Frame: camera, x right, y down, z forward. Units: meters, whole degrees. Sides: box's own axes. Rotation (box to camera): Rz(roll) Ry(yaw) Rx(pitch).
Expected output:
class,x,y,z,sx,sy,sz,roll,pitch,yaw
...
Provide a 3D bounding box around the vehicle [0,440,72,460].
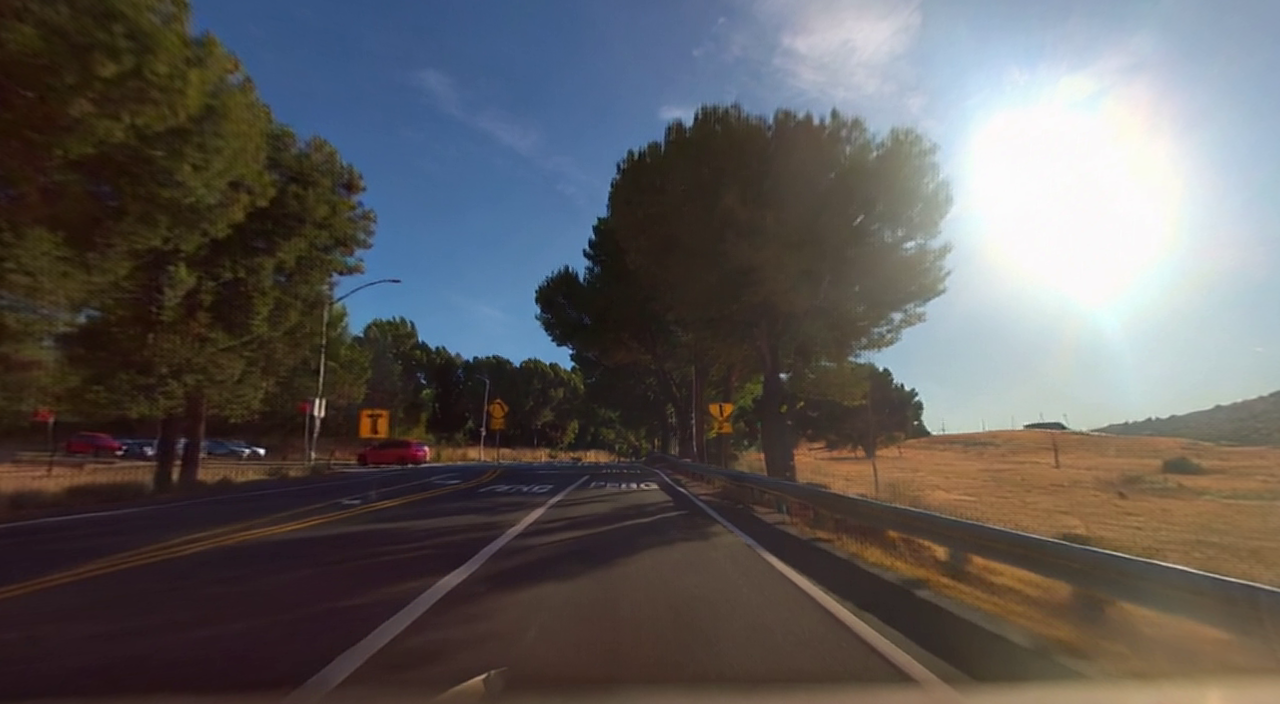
class,x,y,z,sx,sy,sz,roll,pitch,yaw
vehicle,-44.217,7.157,46.113,1.778,1.419,3.660,0,-8,0

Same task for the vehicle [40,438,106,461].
class,x,y,z,sx,sy,sz,roll,pitch,yaw
vehicle,-41.771,7.184,46.459,1.705,1.596,3.596,0,-8,-5

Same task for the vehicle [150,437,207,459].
class,x,y,z,sx,sy,sz,roll,pitch,yaw
vehicle,-34.182,7.115,46.674,1.601,1.494,3.449,0,-8,0

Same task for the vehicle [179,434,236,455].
class,x,y,z,sx,sy,sz,roll,pitch,yaw
vehicle,-31.607,6.753,46.087,1.561,1.438,3.699,-1,-9,0

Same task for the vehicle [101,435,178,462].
class,x,y,z,sx,sy,sz,roll,pitch,yaw
vehicle,-36.778,7.089,46.417,1.951,1.843,4.498,0,-8,0

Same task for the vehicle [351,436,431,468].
class,x,y,z,sx,sy,sz,roll,pitch,yaw
vehicle,-16.271,6.506,41.169,4.529,1.976,2.002,5,-10,-30
